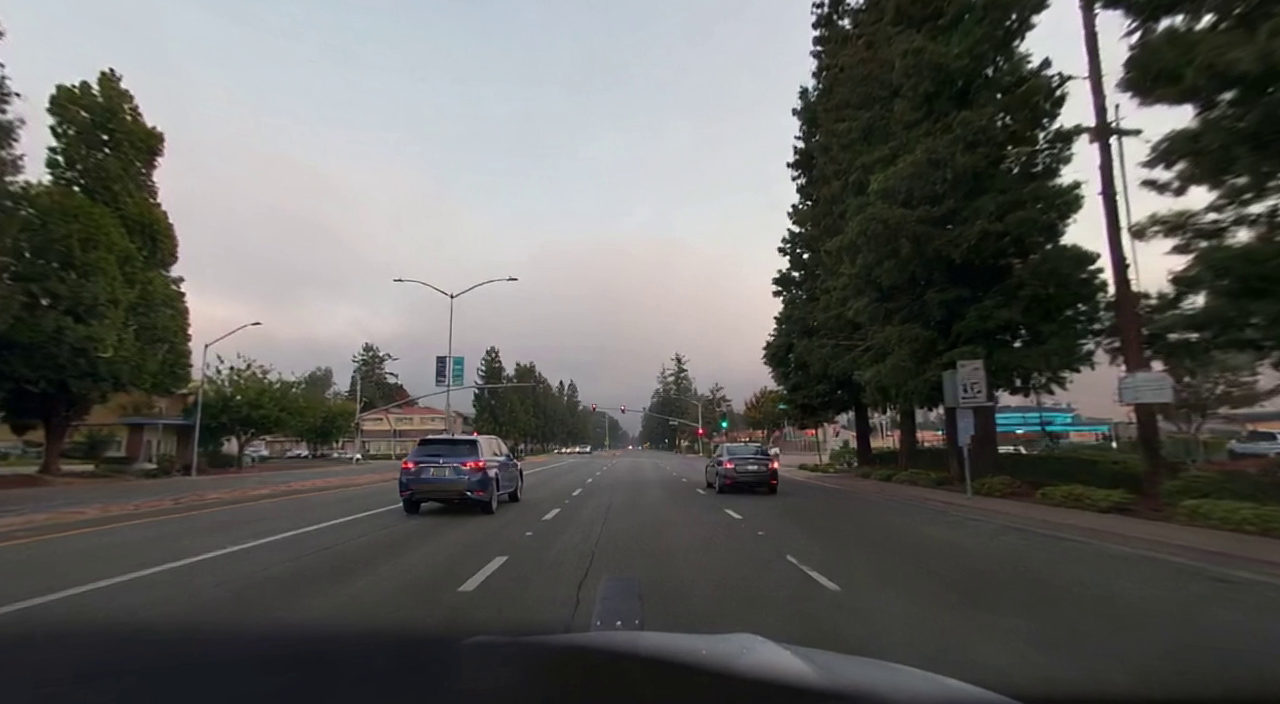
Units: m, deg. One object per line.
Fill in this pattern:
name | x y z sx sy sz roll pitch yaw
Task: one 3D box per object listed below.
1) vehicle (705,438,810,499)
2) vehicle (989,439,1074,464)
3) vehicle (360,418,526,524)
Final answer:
vehicle | 3.210 3.301 18.320 1.975 1.502 4.787 0 -9 -2
vehicle | 29.057 7.404 47.020 4.810 1.627 1.991 -3 -9 6
vehicle | -3.816 2.402 13.227 1.997 1.806 4.500 0 -9 0
